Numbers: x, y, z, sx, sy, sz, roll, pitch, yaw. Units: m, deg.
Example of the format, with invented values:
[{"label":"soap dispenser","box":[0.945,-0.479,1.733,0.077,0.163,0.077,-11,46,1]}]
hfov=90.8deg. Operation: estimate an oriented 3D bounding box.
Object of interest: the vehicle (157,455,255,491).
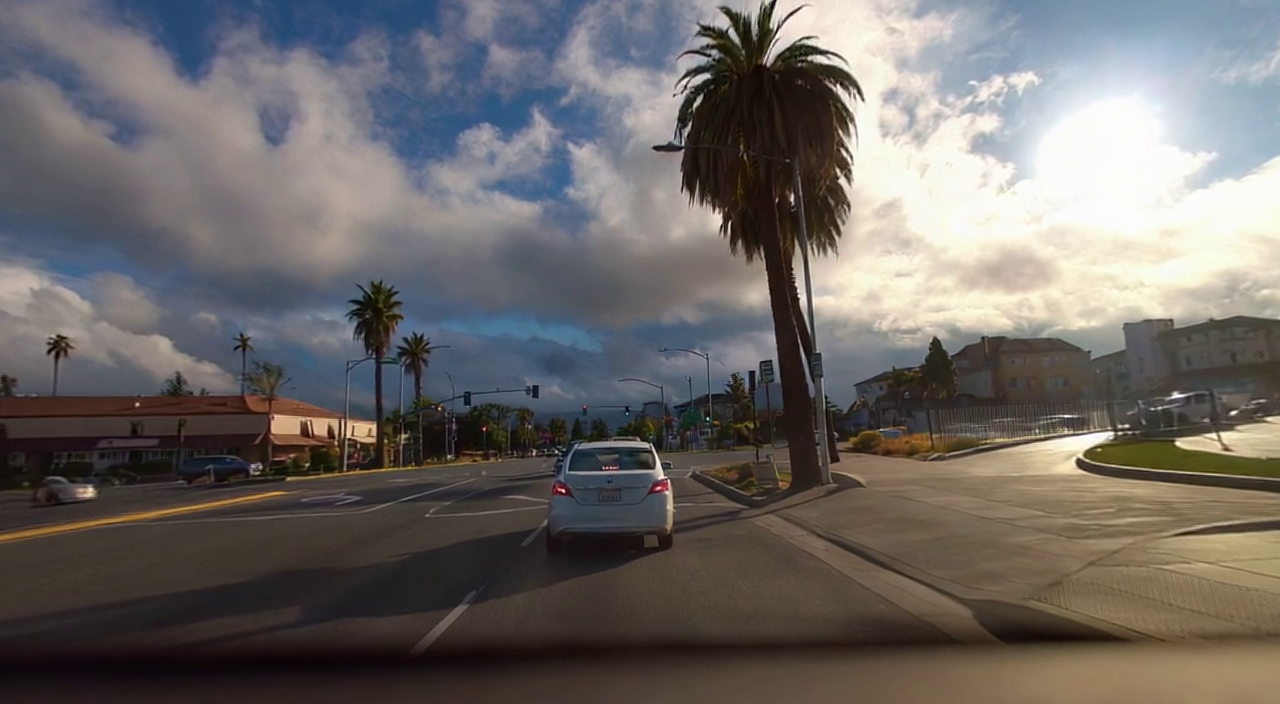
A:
[{"label":"vehicle","box":[-23.300,6.467,34.164,1.990,1.752,4.673,0,-9,-1]}]

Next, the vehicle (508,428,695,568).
[{"label":"vehicle","box":[-0.458,1.911,8.977,2.060,1.526,3.859,0,-9,-1]}]
